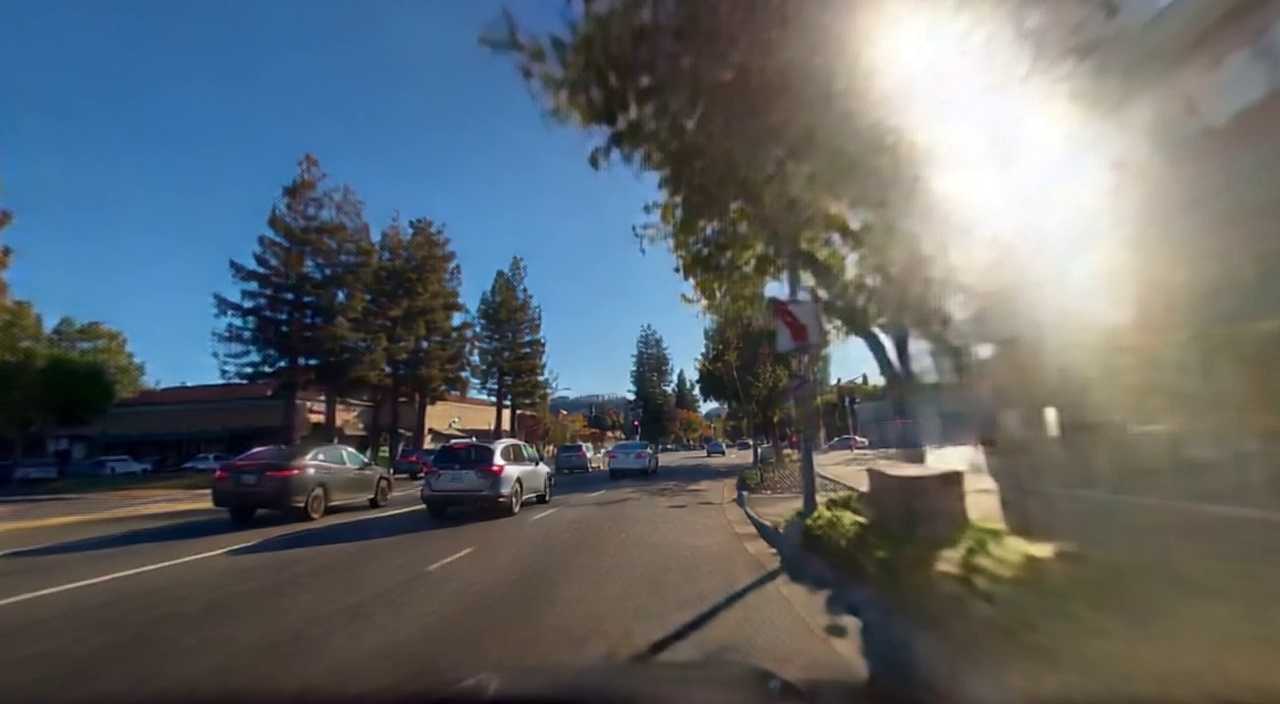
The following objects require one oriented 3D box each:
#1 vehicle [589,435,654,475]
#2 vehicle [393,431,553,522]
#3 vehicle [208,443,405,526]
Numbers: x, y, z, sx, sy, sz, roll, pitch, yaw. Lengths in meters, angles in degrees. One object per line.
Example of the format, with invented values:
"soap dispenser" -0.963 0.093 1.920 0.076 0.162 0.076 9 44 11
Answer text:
"vehicle" -0.799 5.062 31.297 2.167 1.832 4.679 -2 -9 12
"vehicle" -3.406 2.617 13.869 2.002 1.664 4.113 -1 -9 6
"vehicle" -7.163 2.838 14.140 1.974 1.558 3.949 -1 -9 6
